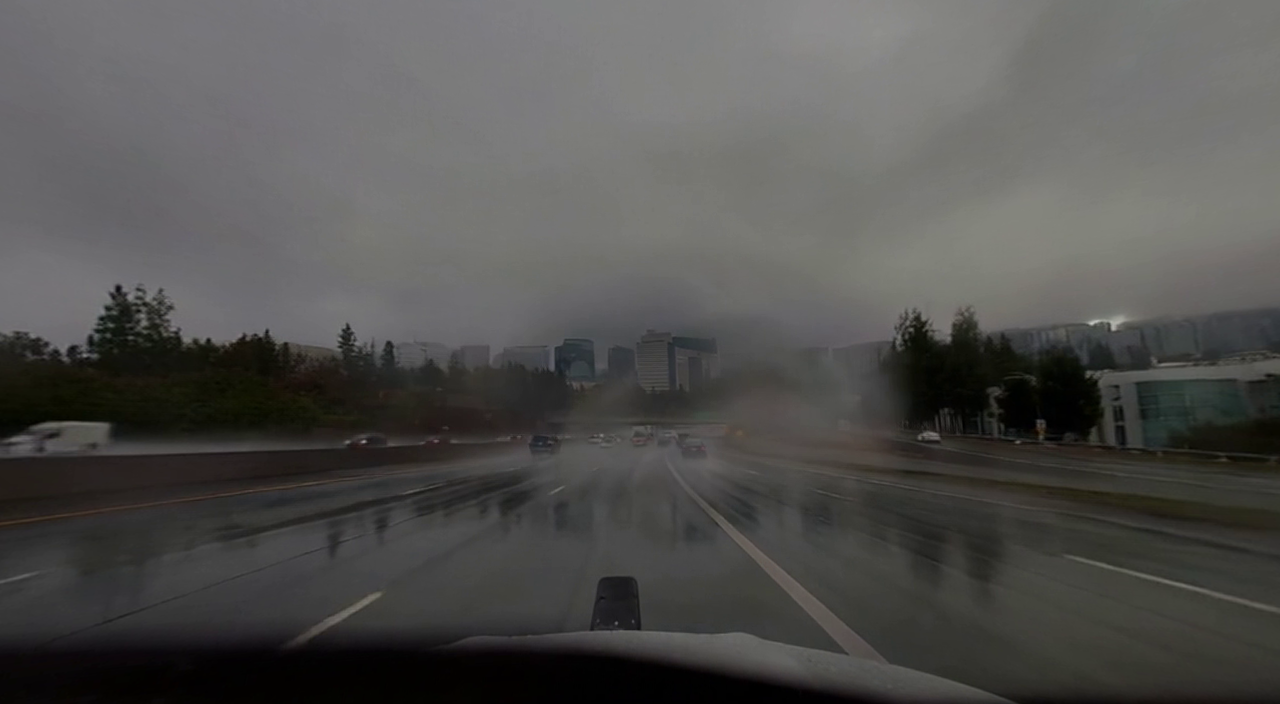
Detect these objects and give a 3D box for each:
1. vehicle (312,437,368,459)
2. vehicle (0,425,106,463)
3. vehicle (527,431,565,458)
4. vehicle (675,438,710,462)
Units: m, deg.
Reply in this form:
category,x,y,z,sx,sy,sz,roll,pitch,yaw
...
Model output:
category,x,y,z,sx,sy,sz,roll,pitch,yaw
vehicle,-22.571,7.233,47.665,1.820,1.518,4.571,0,-8,2
vehicle,-34.918,5.398,36.976,2.178,2.038,5.783,0,-8,1
vehicle,-6.829,6.806,46.466,2.009,1.850,4.338,0,-8,2
vehicle,3.385,6.413,41.286,1.967,1.475,4.080,0,-8,1
